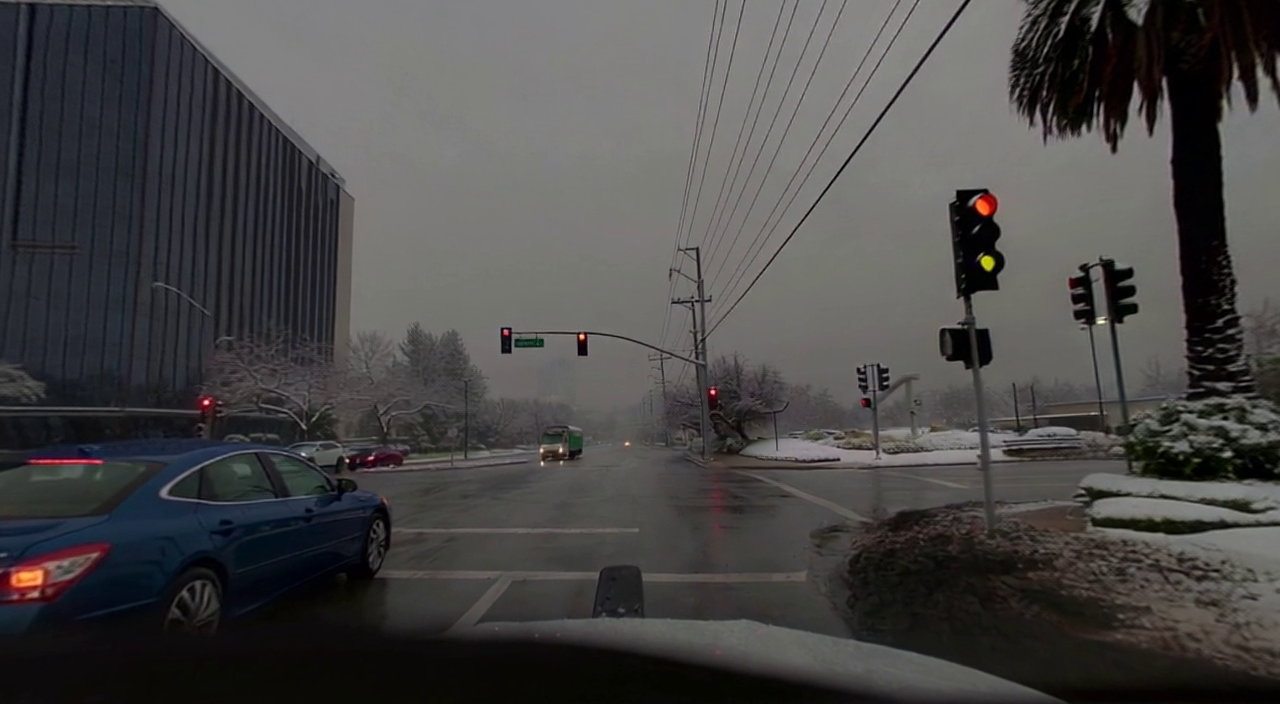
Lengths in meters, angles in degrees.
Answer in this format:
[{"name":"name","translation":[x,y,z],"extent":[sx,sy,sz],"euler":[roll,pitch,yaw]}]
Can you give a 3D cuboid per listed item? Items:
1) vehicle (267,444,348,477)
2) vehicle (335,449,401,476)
[{"name":"vehicle","translation":[-19.049,6.218,36.343],"extent":[2.017,1.739,4.569],"euler":[0,-9,2]},{"name":"vehicle","translation":[-15.314,6.202,35.639],"extent":[1.875,1.389,3.784],"euler":[0,-9,3]}]
